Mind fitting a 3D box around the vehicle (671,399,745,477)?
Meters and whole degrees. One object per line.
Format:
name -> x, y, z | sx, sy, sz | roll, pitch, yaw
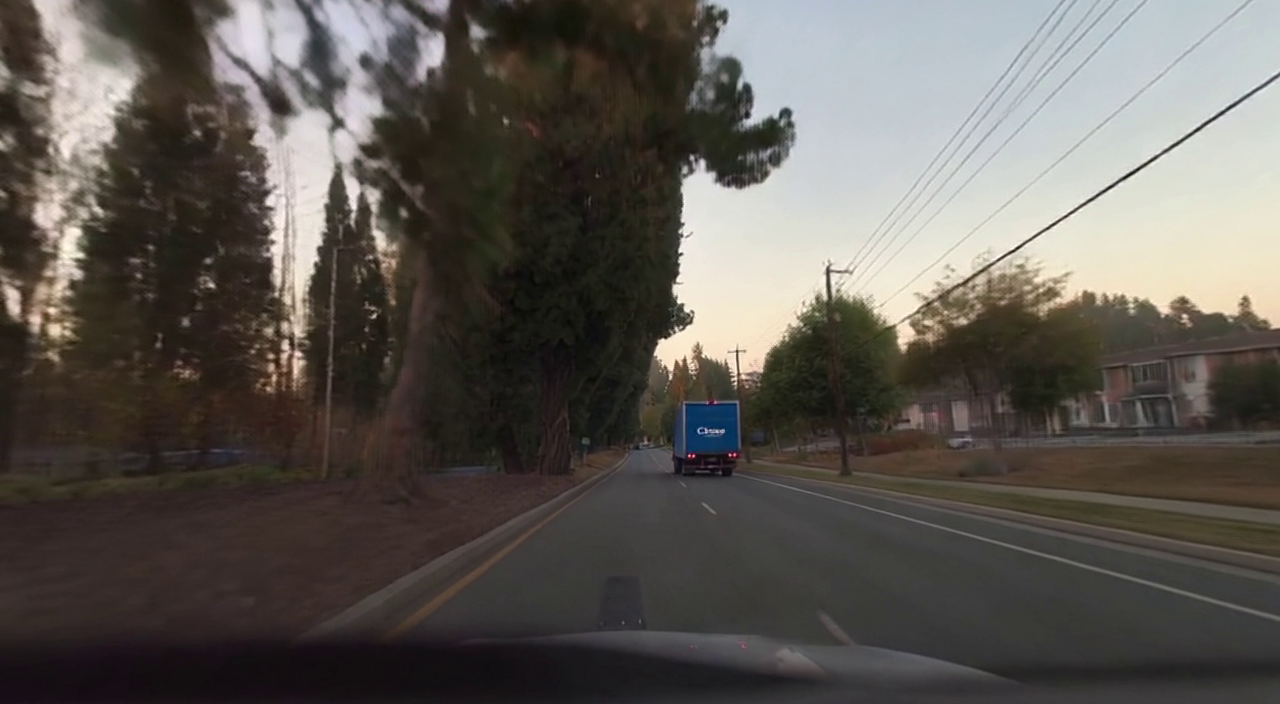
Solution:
vehicle -> 3.632, 4.969, 36.085 | 2.973, 3.848, 9.336 | 0, -8, -2
